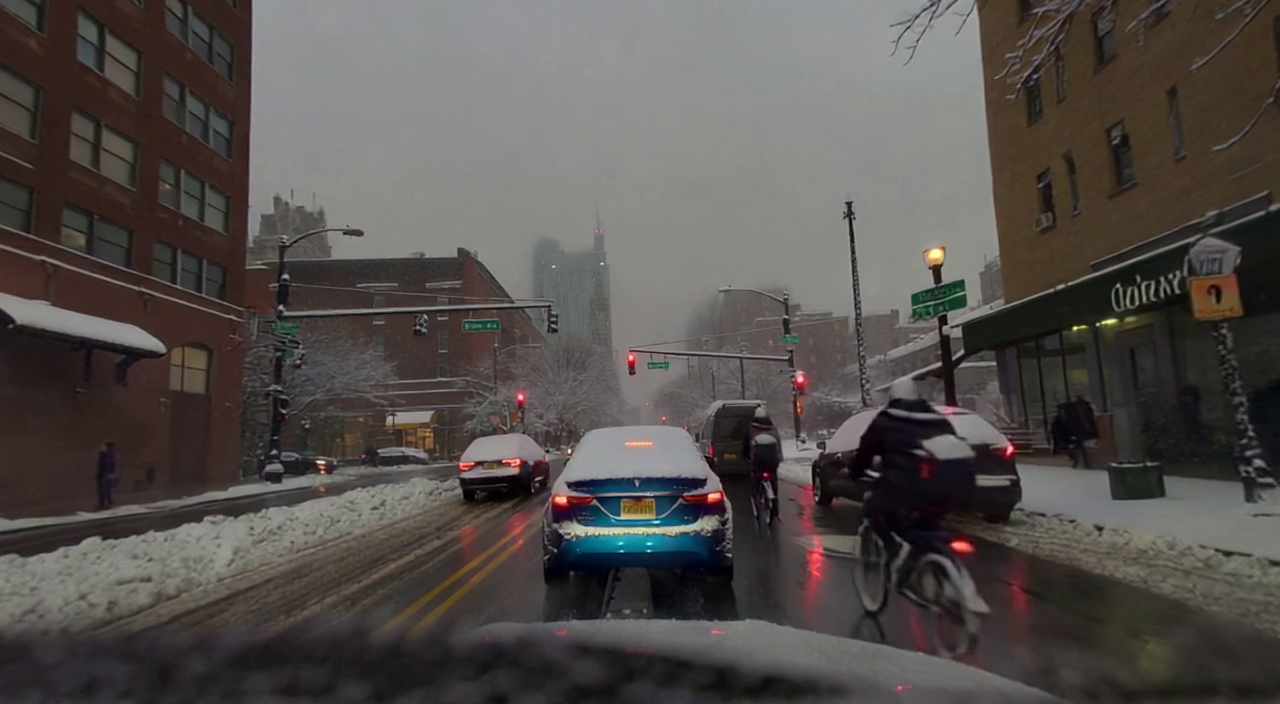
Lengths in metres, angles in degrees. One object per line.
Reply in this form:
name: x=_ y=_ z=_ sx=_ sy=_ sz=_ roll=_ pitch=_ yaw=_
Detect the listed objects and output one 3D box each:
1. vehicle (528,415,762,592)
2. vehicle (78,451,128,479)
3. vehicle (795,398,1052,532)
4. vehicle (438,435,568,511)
vehicle: x=0.018 y=1.658 z=7.720 sx=2.091 sy=1.557 sz=4.000 roll=0 pitch=-9 yaw=-1
vehicle: x=-35.737 y=7.475 z=41.944 sx=2.264 sy=1.722 sz=4.721 roll=7 pitch=-11 yaw=-40
vehicle: x=4.511 y=1.912 z=11.124 sx=2.142 sy=1.829 sz=4.767 roll=0 pitch=-9 yaw=-2
vehicle: x=-2.943 y=2.709 z=14.615 sx=2.039 sy=1.452 sz=4.489 roll=0 pitch=-9 yaw=0
